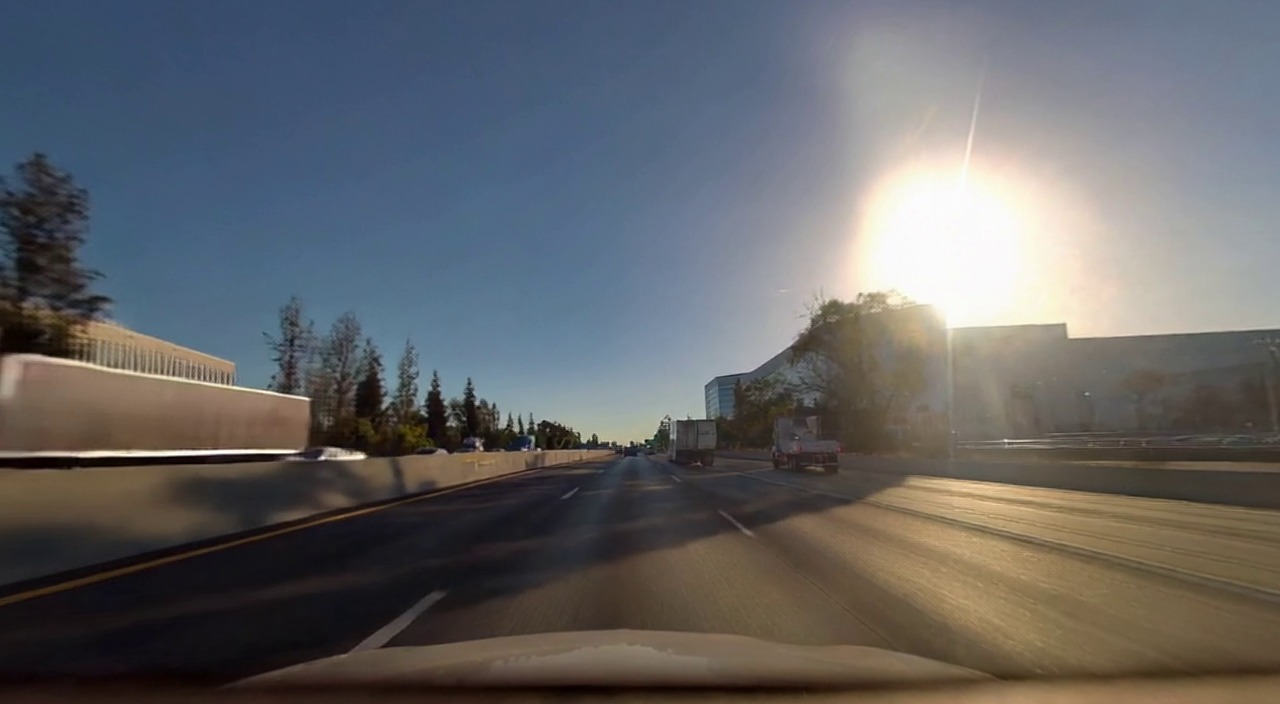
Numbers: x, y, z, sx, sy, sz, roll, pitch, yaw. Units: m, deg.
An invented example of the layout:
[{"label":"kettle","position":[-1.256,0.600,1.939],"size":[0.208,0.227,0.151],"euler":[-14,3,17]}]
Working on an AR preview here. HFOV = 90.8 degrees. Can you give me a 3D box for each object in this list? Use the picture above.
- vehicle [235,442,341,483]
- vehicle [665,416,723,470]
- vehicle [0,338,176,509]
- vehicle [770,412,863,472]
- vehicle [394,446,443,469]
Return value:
[{"label":"vehicle","position":[-13.586,4.267,24.668],"size":[1.922,1.434,3.799],"euler":[0,-9,0]},{"label":"vehicle","position":[3.281,5.824,40.231],"size":[2.742,3.054,7.537],"euler":[0,-9,-2]},{"label":"vehicle","position":[-17.514,1.943,16.766],"size":[3.294,4.178,9.302],"euler":[0,-9,-1]},{"label":"vehicle","position":[10.676,5.649,39.521],"size":[2.912,3.293,9.588],"euler":[0,-9,-1]},{"label":"vehicle","position":[-14.181,6.736,40.594],"size":[1.881,1.385,3.476],"euler":[0,-9,0]}]
